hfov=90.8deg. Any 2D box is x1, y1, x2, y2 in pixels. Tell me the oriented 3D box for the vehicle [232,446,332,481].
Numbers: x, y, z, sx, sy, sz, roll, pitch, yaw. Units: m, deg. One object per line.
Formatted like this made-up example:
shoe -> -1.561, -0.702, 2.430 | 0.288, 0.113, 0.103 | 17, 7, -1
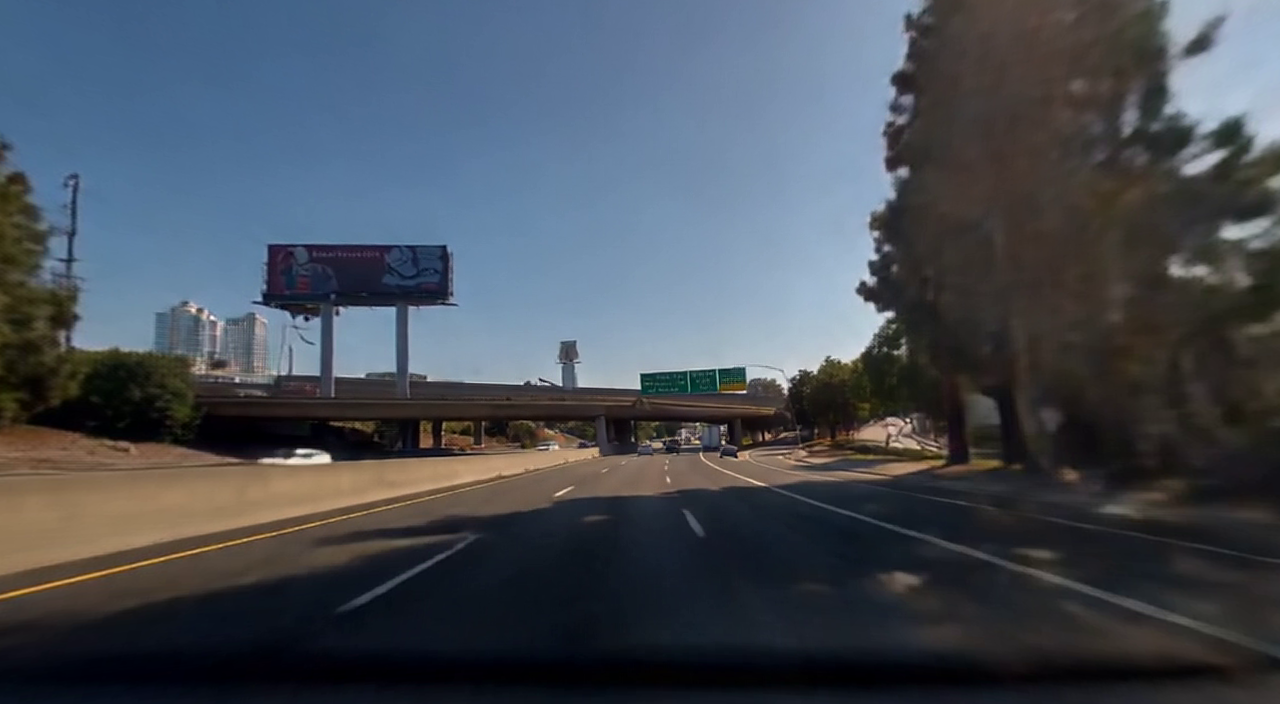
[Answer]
vehicle -> -15.827, 4.928, 28.217 | 1.807, 1.418, 4.486 | 0, -9, 0
